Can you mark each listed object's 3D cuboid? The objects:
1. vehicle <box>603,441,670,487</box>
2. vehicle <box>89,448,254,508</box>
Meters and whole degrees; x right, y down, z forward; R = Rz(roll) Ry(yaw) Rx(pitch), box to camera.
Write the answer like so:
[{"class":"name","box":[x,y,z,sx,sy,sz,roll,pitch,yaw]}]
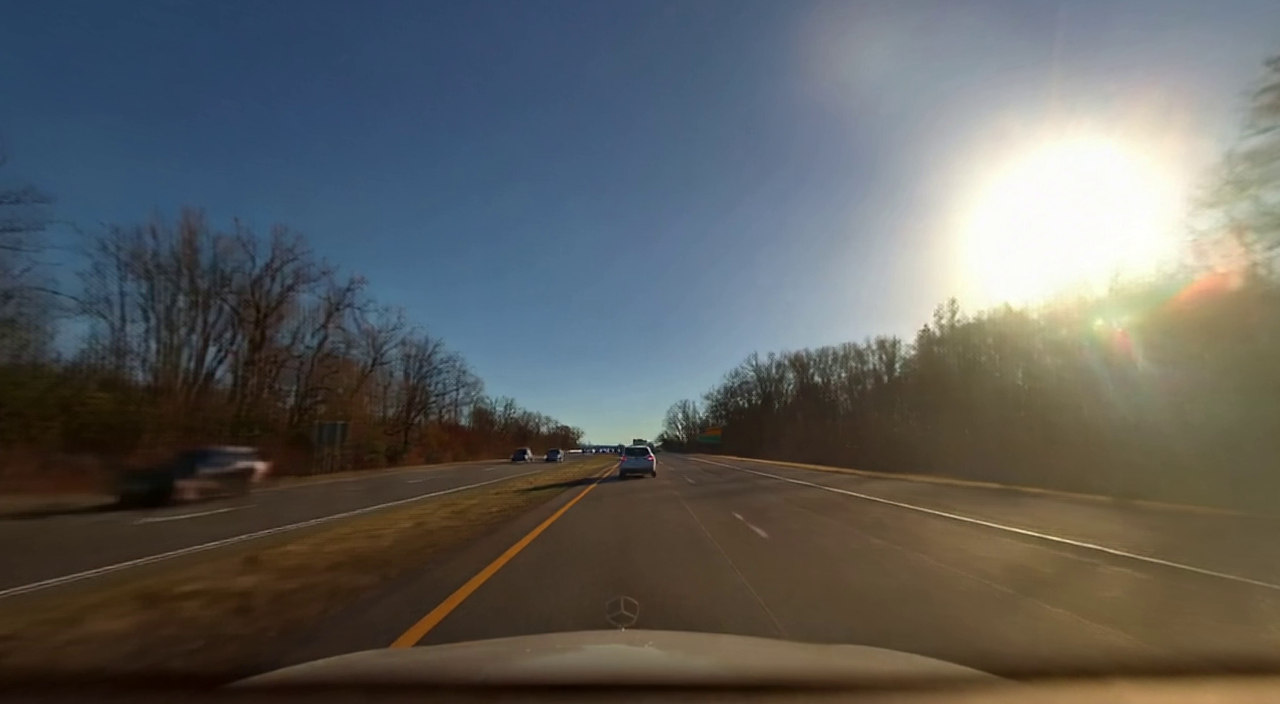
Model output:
[{"class":"vehicle","box":[-0.160,4.070,23.081,2.244,1.506,4.097,0,-9,-1]},{"class":"vehicle","box":[-13.656,3.647,18.622,1.834,1.539,3.929,0,-9,-1]}]
